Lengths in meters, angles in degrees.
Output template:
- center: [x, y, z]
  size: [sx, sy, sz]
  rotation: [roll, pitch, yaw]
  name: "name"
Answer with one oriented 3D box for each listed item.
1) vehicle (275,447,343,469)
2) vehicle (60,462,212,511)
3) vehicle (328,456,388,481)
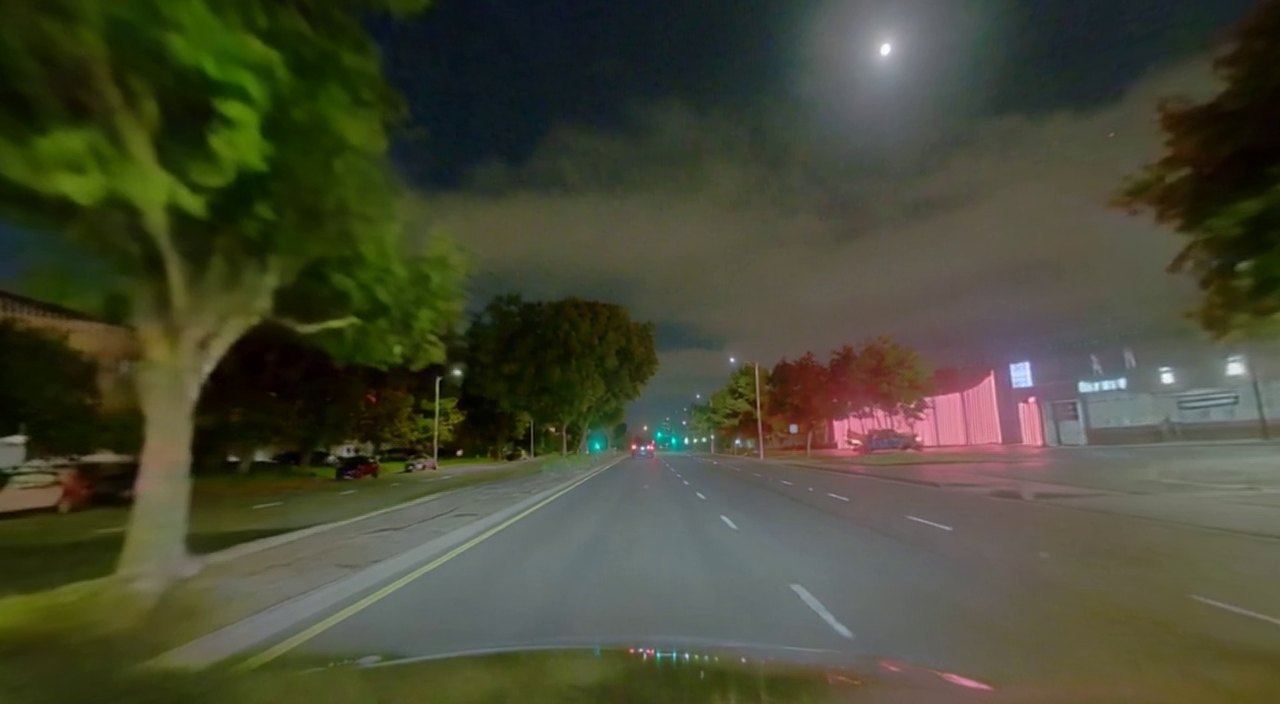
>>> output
- center: [-26.184, 8.393, 49.999]
  size: [4.314, 1.680, 1.822]
  rotation: [0, -8, -3]
  name: "vehicle"
- center: [-18.821, 4.998, 23.856]
  size: [1.861, 1.499, 4.535]
  rotation: [-1, -8, 3]
  name: "vehicle"
- center: [-18.575, 7.680, 41.742]
  size: [1.806, 1.454, 4.599]
  rotation: [0, -8, 1]
  name: "vehicle"
